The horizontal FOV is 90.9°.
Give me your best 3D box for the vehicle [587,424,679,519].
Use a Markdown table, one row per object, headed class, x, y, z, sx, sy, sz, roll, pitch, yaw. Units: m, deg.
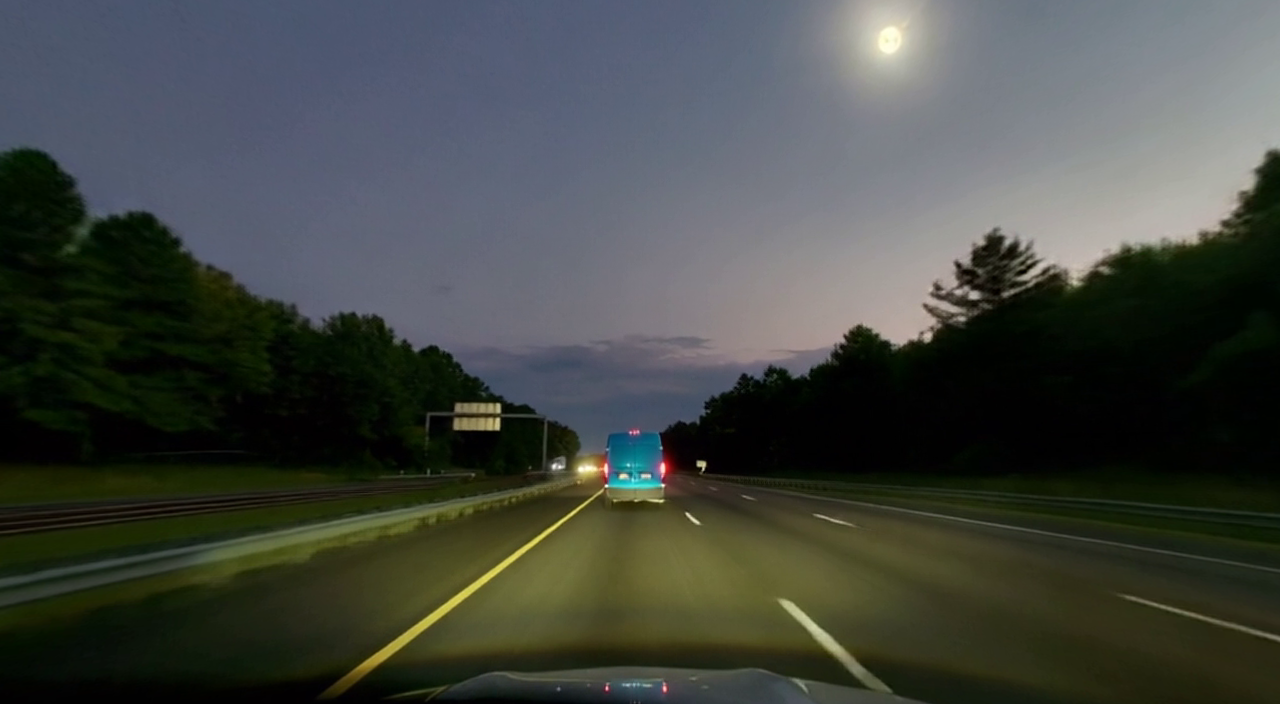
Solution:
| class | x | y | z | sx | sy | sz | roll | pitch | yaw |
| --- | --- | --- | --- | --- | --- | --- | --- | --- | --- |
| vehicle | -0.325 | 3.665 | 19.486 | 2.375 | 2.432 | 6.161 | 1 | -10 | -3 |
